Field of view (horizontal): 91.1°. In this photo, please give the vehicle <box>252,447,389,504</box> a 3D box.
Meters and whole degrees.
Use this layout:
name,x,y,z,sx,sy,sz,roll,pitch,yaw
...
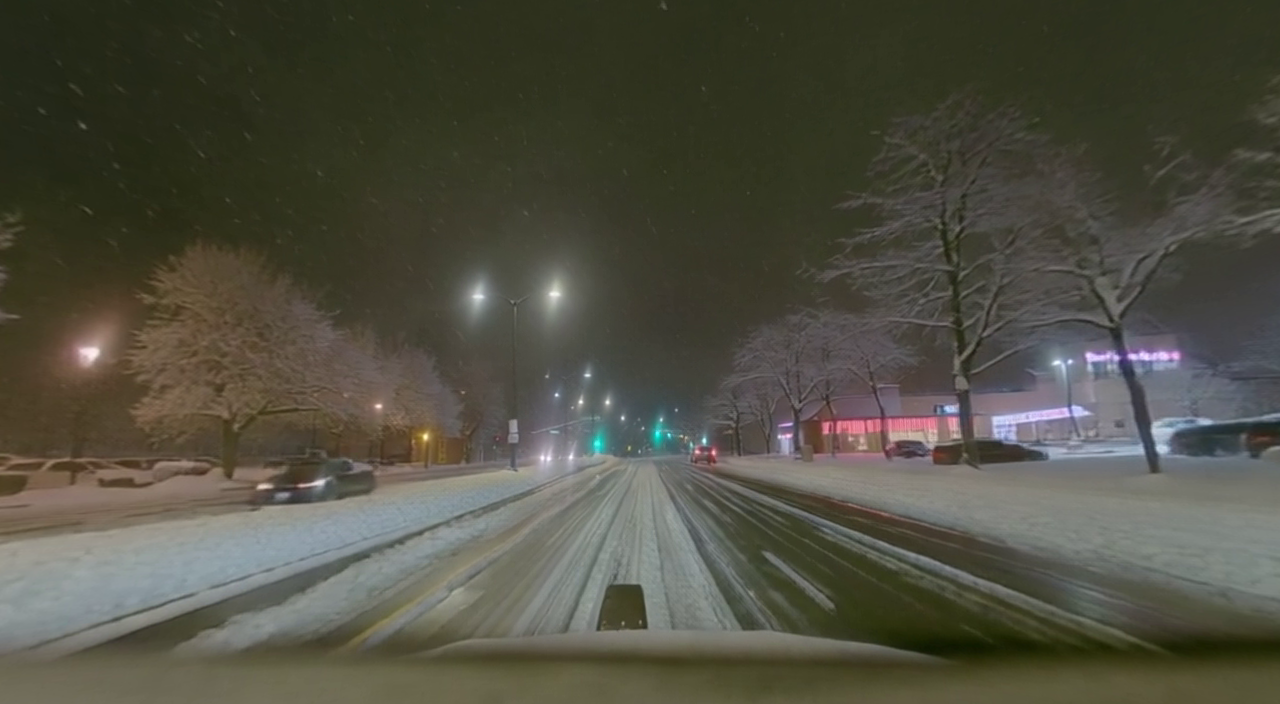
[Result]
name,x,y,z,sx,sy,sz,roll,pitch,yaw
vehicle,-9.359,3.614,18.879,1.880,1.461,4.446,0,-9,-2

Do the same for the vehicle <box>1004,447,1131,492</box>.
name,x,y,z,sx,sy,sz,roll,pitch,yaw
vehicle,16.565,4.479,24.317,4.313,1.584,2.282,5,-10,-29

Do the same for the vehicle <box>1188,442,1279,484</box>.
name,x,y,z,sx,sy,sz,roll,pitch,yaw
vehicle,27.303,4.835,27.500,4.478,1.746,2.159,0,-9,-1

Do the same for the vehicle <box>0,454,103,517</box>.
name,x,y,z,sx,sy,sz,roll,pitch,yaw
vehicle,-20.072,4.161,19.766,2.218,1.788,4.604,0,-9,0

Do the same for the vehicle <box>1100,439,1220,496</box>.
name,x,y,z,sx,sy,sz,roll,pitch,yaw
vehicle,18.588,4.064,22.424,3.754,1.844,2.002,5,-10,-31
